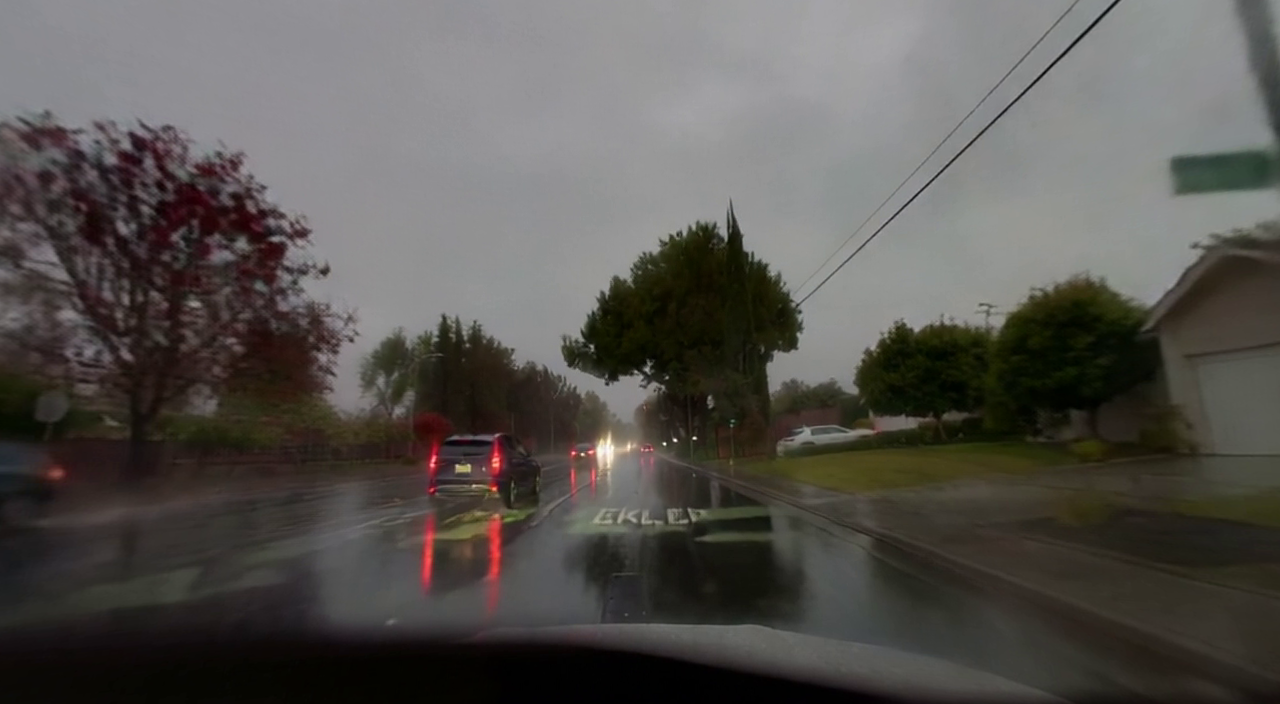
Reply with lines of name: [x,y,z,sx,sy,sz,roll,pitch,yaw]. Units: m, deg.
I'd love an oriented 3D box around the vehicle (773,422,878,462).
vehicle: [9.763,4.797,33.544,4.944,2.023,1.973,0,-8,1]

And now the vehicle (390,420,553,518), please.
vehicle: [-3.358,2.446,13.655,2.190,1.766,4.394,0,-8,2]

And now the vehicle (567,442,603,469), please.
vehicle: [-3.184,6.046,36.991,1.802,1.528,3.490,0,-8,0]
